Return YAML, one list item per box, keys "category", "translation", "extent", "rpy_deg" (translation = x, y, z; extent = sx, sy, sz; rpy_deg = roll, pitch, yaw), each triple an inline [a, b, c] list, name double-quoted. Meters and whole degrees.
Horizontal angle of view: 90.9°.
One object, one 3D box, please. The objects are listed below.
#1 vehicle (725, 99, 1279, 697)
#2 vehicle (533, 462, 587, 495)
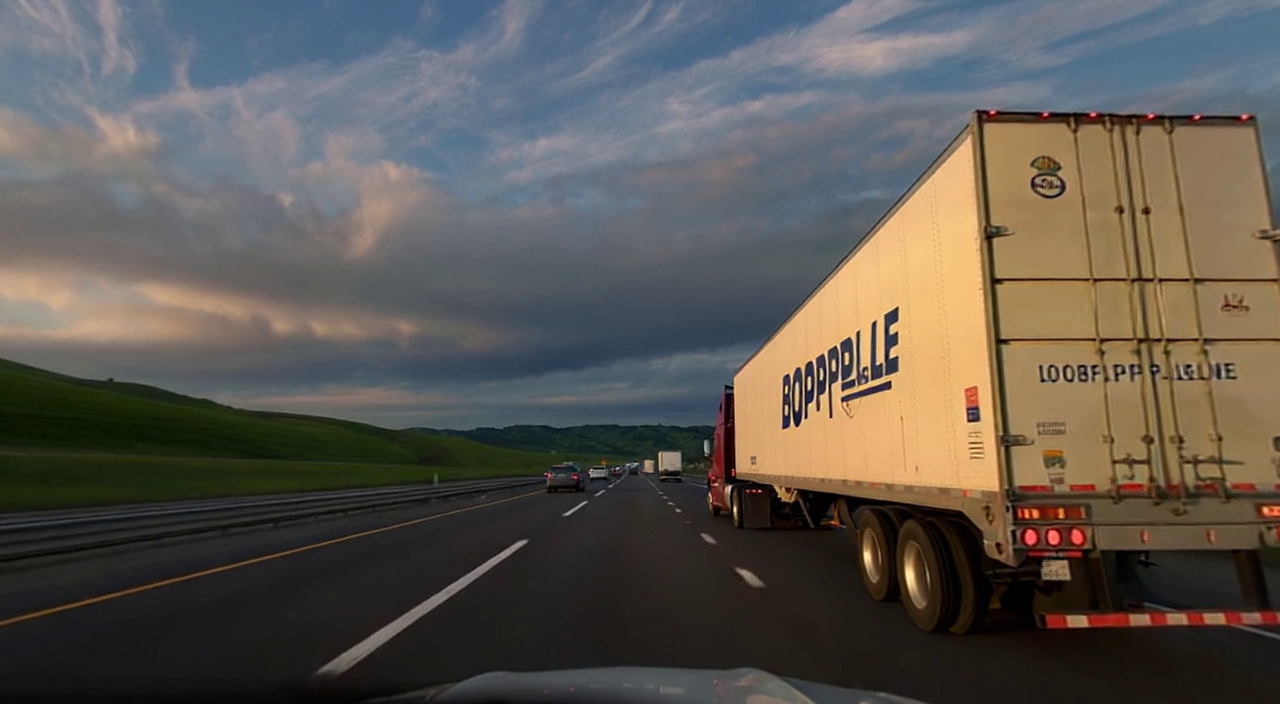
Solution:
- category: "vehicle"
  translation: [3.905, 1.423, 11.196]
  extent: [2.839, 4.062, 14.051]
  rpy_deg: [1, -10, 0]
- category: "vehicle"
  translation: [-4.067, 6.566, 32.937]
  extent: [2.088, 1.566, 4.853]
  rpy_deg: [1, -11, 1]
